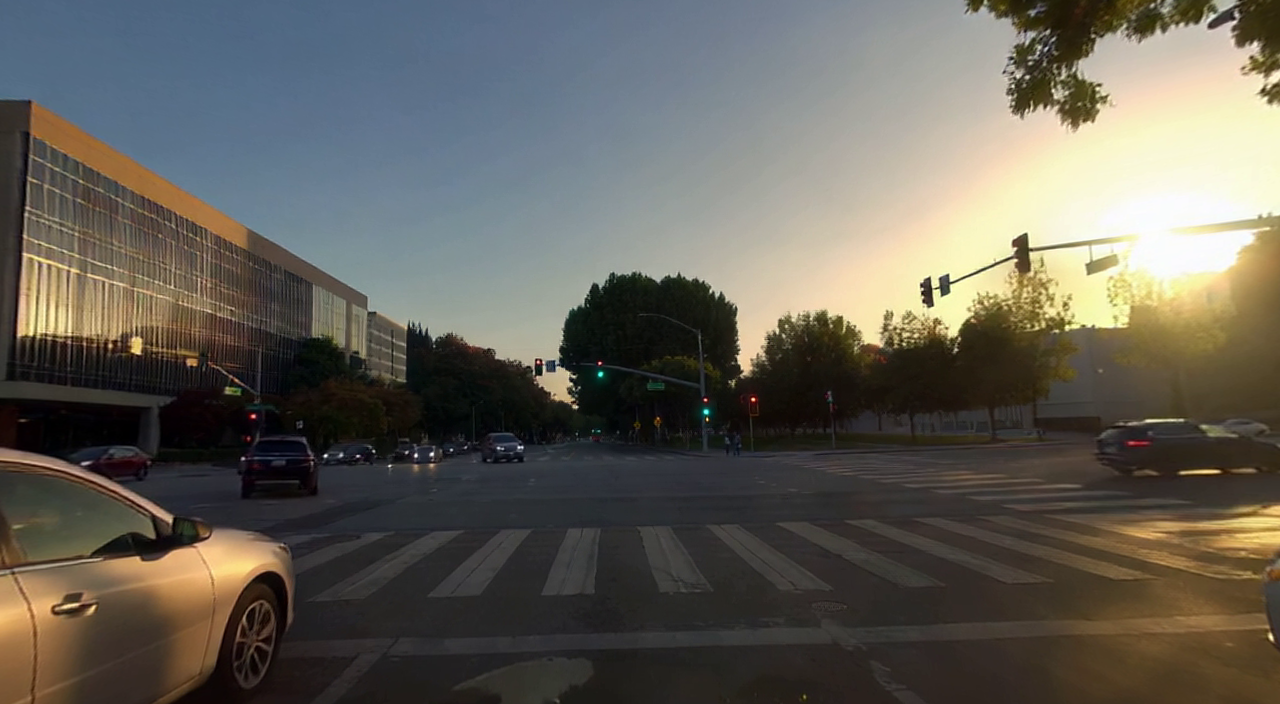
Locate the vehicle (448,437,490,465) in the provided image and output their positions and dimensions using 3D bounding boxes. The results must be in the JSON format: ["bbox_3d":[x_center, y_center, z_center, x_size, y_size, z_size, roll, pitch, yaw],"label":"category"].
[{"bbox_3d":[-12.805,7.418,47.528,2.051,1.715,4.346,-3,-6,-1],"label":"vehicle"}]

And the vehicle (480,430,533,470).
[{"bbox_3d":[-6.904,4.974,32.315,2.109,1.871,4.778,2,-9,-17],"label":"vehicle"}]

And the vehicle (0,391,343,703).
[{"bbox_3d":[-3.073,0.892,2.159,1.919,1.478,4.720,0,-8,-1],"label":"vehicle"}]

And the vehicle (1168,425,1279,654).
[{"bbox_3d":[4.942,0.984,2.570,1.949,1.449,4.530,-1,-8,5],"label":"vehicle"}]
